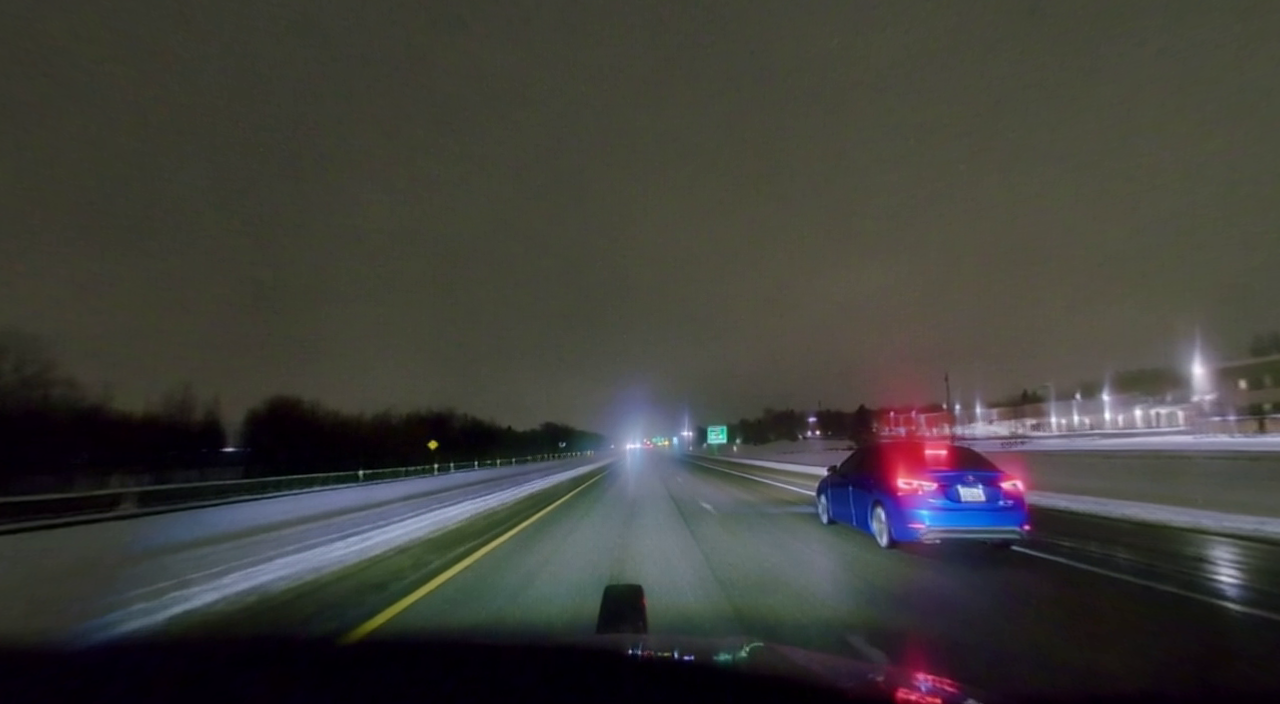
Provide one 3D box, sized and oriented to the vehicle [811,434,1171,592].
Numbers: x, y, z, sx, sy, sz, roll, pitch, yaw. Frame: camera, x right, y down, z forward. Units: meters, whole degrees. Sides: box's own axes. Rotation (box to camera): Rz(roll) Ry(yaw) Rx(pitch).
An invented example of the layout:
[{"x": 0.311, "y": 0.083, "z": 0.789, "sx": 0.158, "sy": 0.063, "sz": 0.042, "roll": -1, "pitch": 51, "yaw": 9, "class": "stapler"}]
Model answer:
[{"x": 4.023, "y": 1.904, "z": 8.492, "sx": 2.053, "sy": 1.490, "sz": 4.799, "roll": 0, "pitch": -9, "yaw": 0, "class": "vehicle"}]
